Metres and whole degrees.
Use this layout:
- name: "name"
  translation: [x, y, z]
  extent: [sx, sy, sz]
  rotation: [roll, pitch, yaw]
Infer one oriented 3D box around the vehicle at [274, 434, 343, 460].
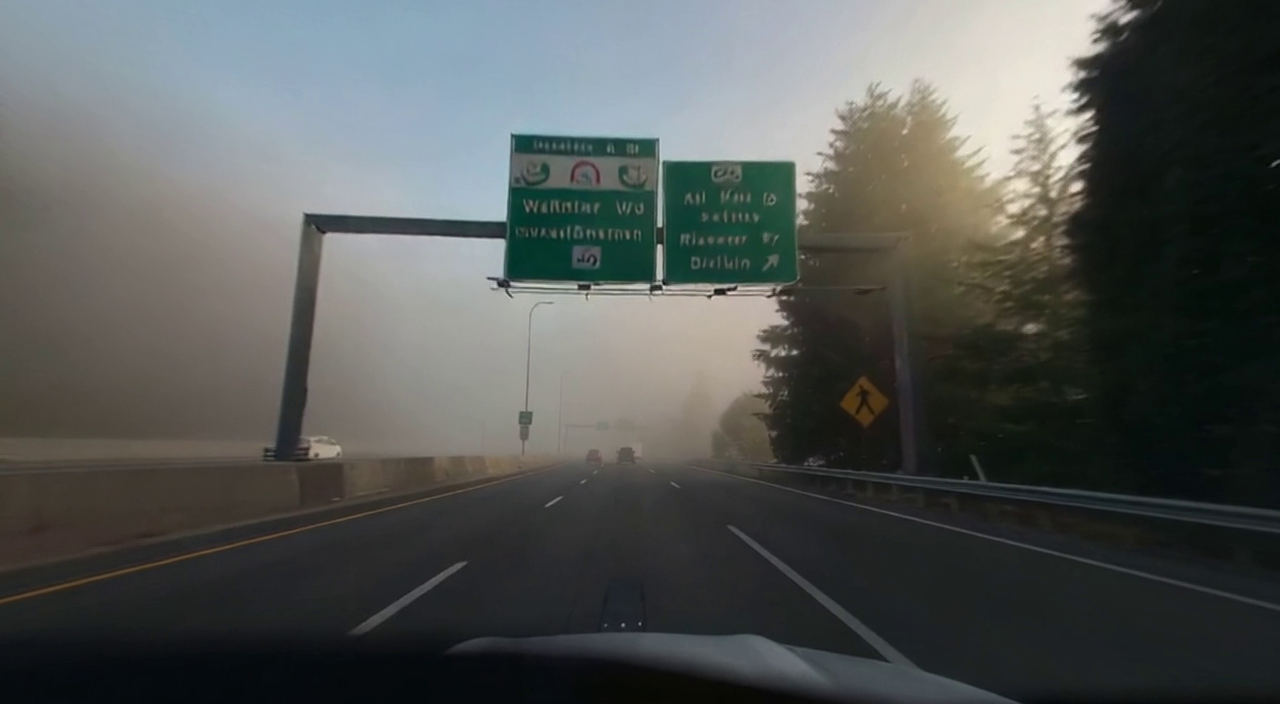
- name: "vehicle"
  translation: [-19.616, 5.648, 37.519]
  extent: [1.901, 1.465, 4.173]
  rotation: [0, -9, -1]
